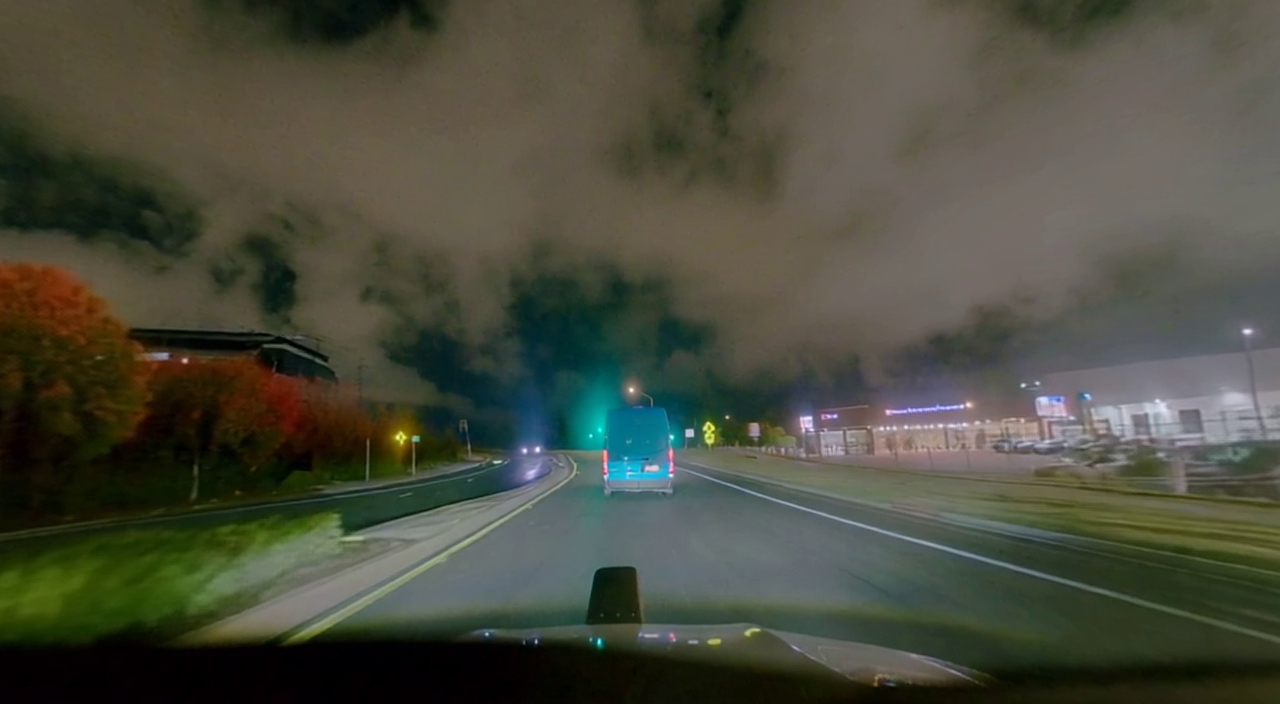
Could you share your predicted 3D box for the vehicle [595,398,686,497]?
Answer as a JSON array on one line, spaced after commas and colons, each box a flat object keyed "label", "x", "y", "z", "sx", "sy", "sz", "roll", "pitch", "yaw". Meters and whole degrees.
[{"label": "vehicle", "x": -0.089, "y": 2.990, "z": 19.742, "sx": 2.432, "sy": 2.624, "sz": 5.670, "roll": 0, "pitch": -8, "yaw": -2}]
